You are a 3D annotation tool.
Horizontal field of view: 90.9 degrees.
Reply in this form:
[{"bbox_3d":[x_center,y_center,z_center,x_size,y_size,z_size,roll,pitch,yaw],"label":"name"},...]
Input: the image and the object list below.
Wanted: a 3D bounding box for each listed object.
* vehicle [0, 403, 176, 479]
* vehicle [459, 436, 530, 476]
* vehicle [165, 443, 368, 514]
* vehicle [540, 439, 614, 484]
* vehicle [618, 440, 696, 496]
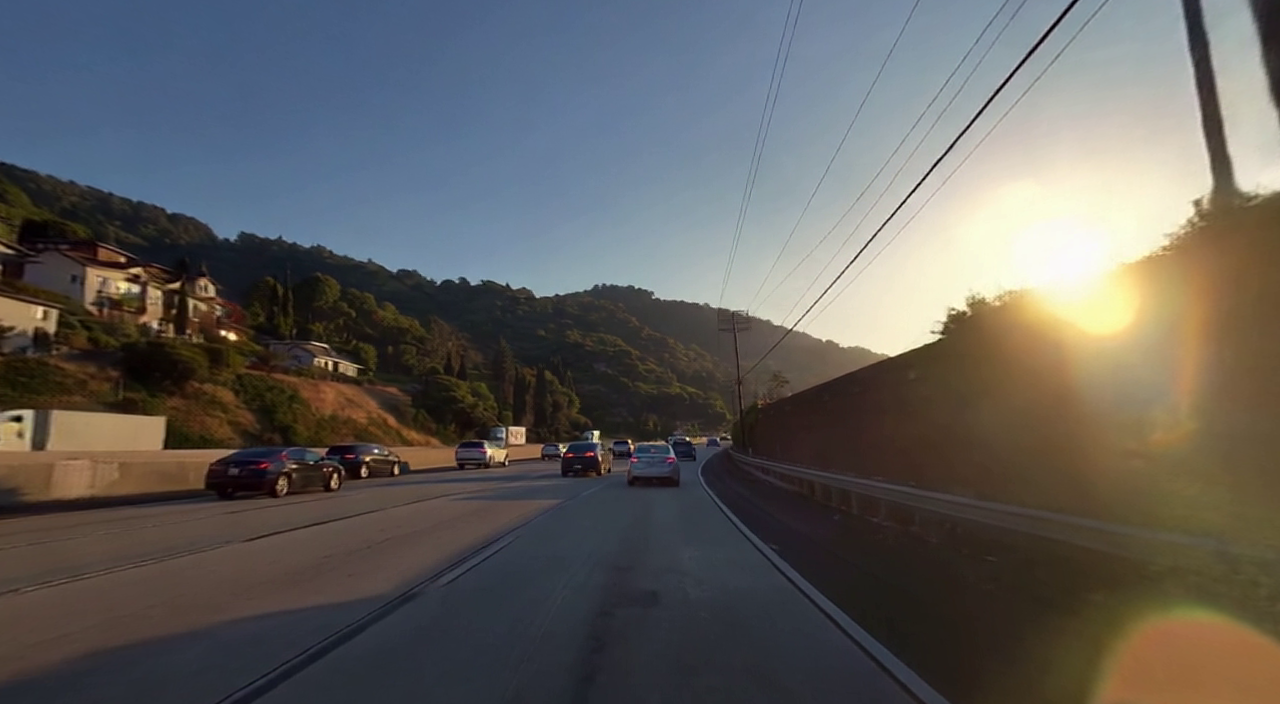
[{"bbox_3d":[-28.522,4.485,31.675,2.962,3.232,9.077,-1,-8,4],"label":"vehicle"},{"bbox_3d":[-7.257,5.241,32.003,2.080,1.833,4.461,-1,-8,7],"label":"vehicle"},{"bbox_3d":[-8.820,2.972,15.476,1.959,1.469,4.450,-1,-8,5],"label":"vehicle"},{"bbox_3d":[-2.427,4.377,25.590,2.121,1.639,4.383,-1,-8,6],"label":"vehicle"},{"bbox_3d":[0.609,3.412,19.017,2.109,1.495,3.935,-1,-8,4],"label":"vehicle"}]
